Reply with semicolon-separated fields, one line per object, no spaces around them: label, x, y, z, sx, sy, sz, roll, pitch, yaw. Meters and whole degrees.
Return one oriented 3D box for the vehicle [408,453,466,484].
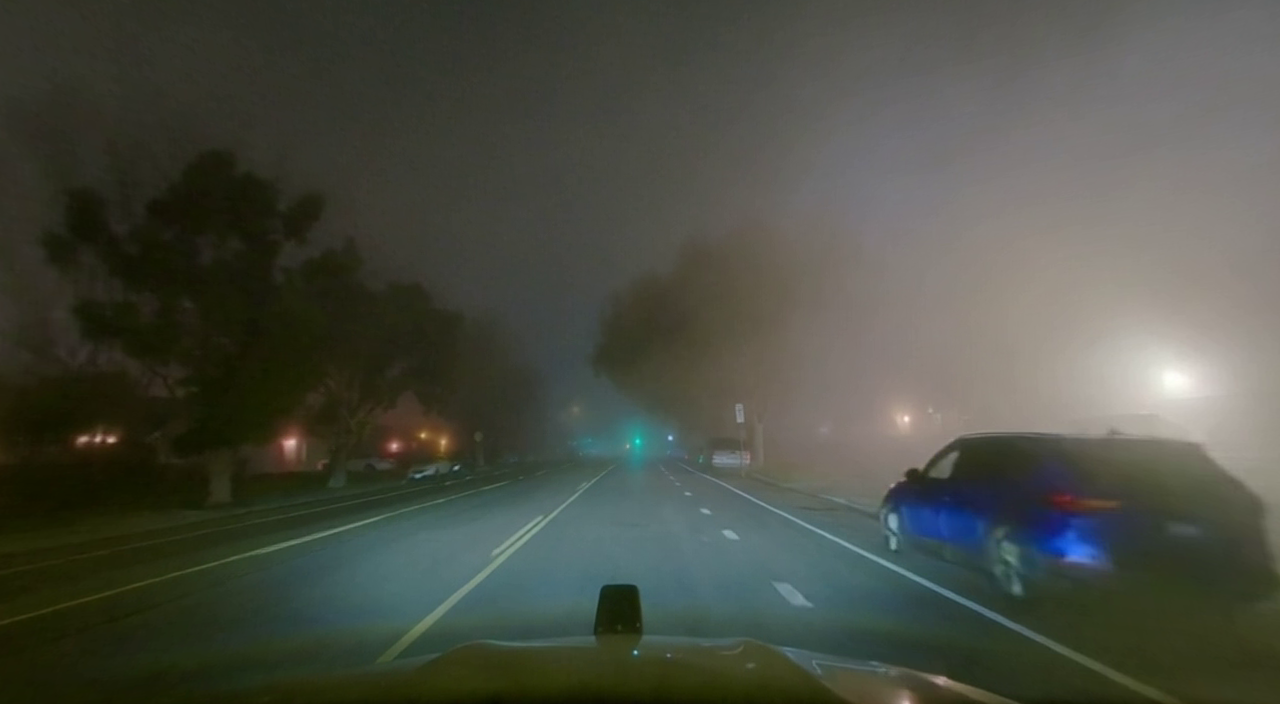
vehicle;-11.079;6.355;34.795;1.815;1.532;4.517;0;-8;-2

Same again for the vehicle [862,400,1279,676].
vehicle;4.093;1.465;6.161;2.173;1.656;4.514;0;-8;-1

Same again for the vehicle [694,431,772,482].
vehicle;3.848;4.469;27.403;2.319;1.938;5.961;0;-8;-2

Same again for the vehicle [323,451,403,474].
vehicle;-19.221;7.685;43.959;4.569;1.498;2.072;0;-8;0

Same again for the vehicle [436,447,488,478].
vehicle;-11.067;6.889;39.688;1.981;1.790;4.682;0;-8;-1
